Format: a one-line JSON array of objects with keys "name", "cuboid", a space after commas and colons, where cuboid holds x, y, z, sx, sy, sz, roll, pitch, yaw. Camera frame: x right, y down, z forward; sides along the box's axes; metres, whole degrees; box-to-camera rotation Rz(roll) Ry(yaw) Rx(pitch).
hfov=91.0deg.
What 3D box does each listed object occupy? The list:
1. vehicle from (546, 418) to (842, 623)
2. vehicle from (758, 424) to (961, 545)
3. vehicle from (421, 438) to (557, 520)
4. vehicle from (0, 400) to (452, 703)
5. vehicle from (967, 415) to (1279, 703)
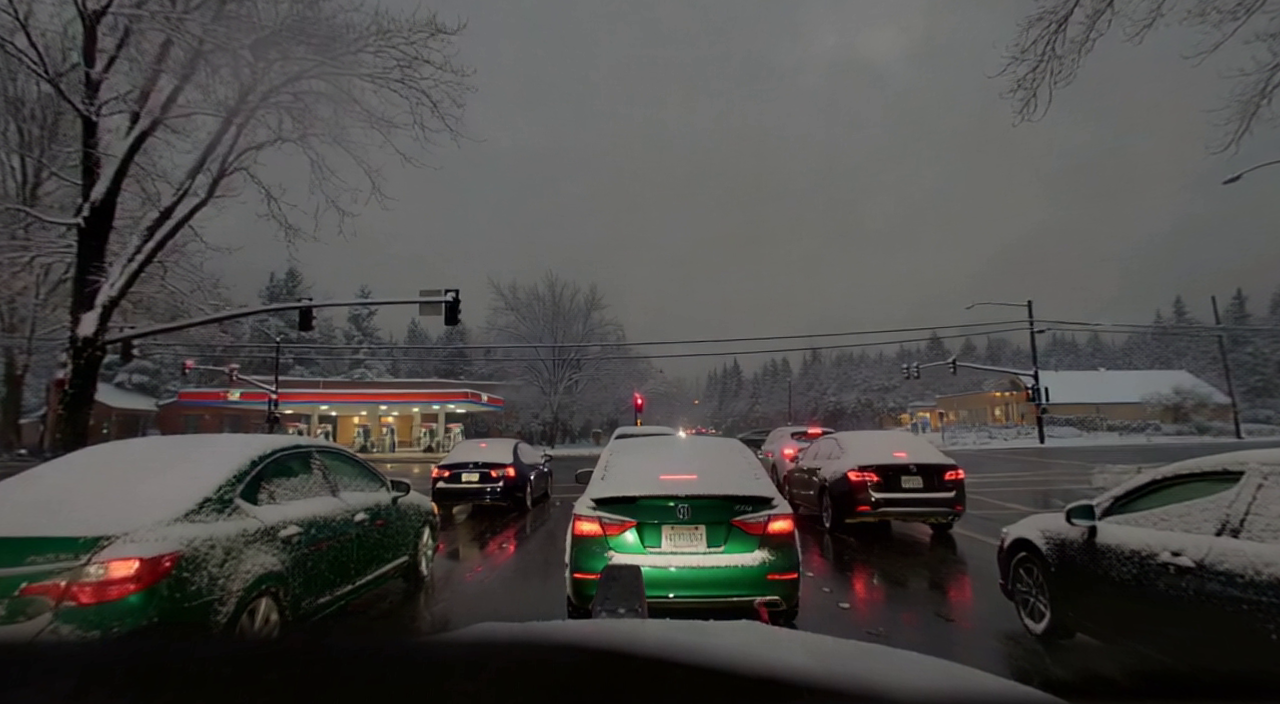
[{"name": "vehicle", "cuboid": [0.348, 1.588, 6.948, 2.220, 1.507, 4.317, 0, -9, -2]}, {"name": "vehicle", "cuboid": [3.405, 2.135, 10.771, 1.947, 1.630, 4.127, 0, -9, 0]}, {"name": "vehicle", "cuboid": [-3.044, 2.647, 13.706, 1.867, 1.474, 4.237, 0, -9, 1]}, {"name": "vehicle", "cuboid": [-3.004, 1.260, 4.615, 1.887, 1.493, 4.255, 0, -9, 1]}, {"name": "vehicle", "cuboid": [4.186, 1.132, 3.591, 1.950, 1.497, 4.686, 0, -9, -2]}]
